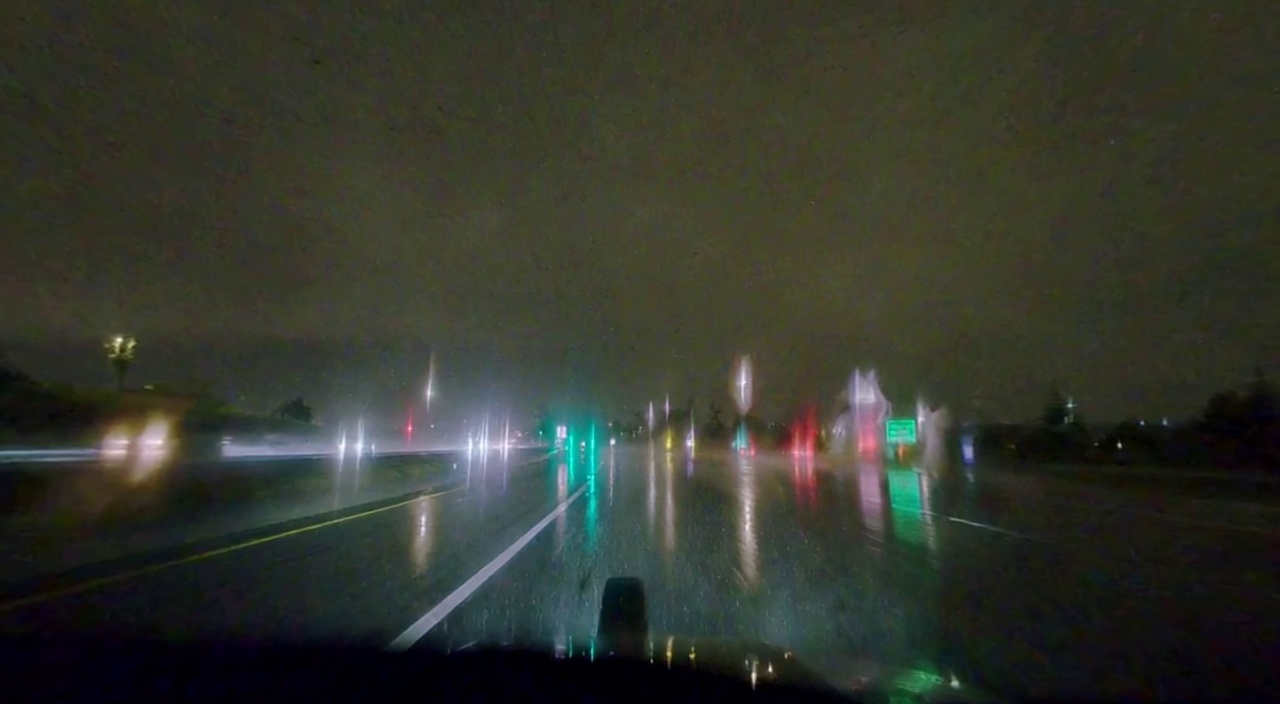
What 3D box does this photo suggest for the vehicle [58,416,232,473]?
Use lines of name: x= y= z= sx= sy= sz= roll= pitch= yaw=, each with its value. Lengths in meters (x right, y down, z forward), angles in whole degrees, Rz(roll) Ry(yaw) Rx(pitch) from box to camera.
vehicle: x=-17.301 y=3.303 z=22.480 sx=2.288 sy=1.800 sz=4.812 roll=0 pitch=-8 yaw=-1
